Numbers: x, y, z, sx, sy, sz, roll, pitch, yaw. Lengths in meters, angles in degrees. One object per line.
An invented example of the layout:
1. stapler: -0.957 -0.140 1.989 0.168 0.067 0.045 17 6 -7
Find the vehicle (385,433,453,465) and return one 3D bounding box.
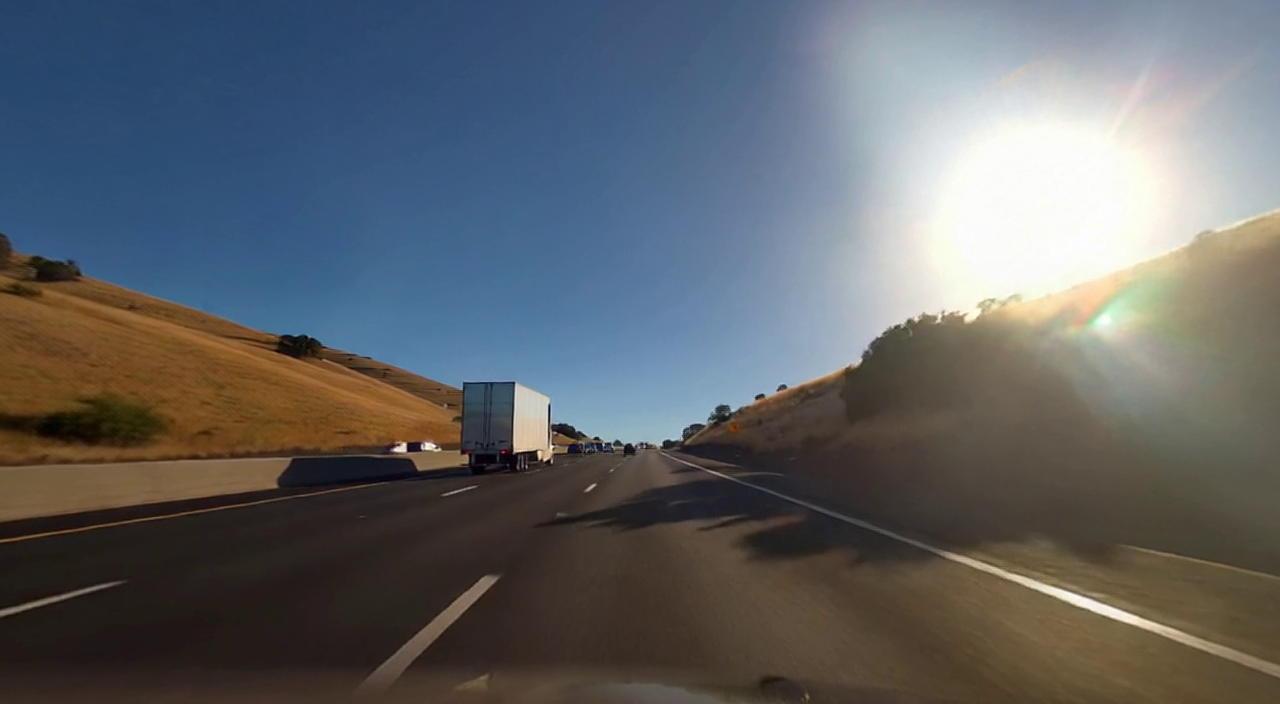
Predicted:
1. vehicle: -13.783 6.098 39.563 2.130 1.828 5.523 0 -8 1

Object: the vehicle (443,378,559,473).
1. vehicle: -6.332 3.774 31.040 2.981 3.860 11.022 0 -8 1
